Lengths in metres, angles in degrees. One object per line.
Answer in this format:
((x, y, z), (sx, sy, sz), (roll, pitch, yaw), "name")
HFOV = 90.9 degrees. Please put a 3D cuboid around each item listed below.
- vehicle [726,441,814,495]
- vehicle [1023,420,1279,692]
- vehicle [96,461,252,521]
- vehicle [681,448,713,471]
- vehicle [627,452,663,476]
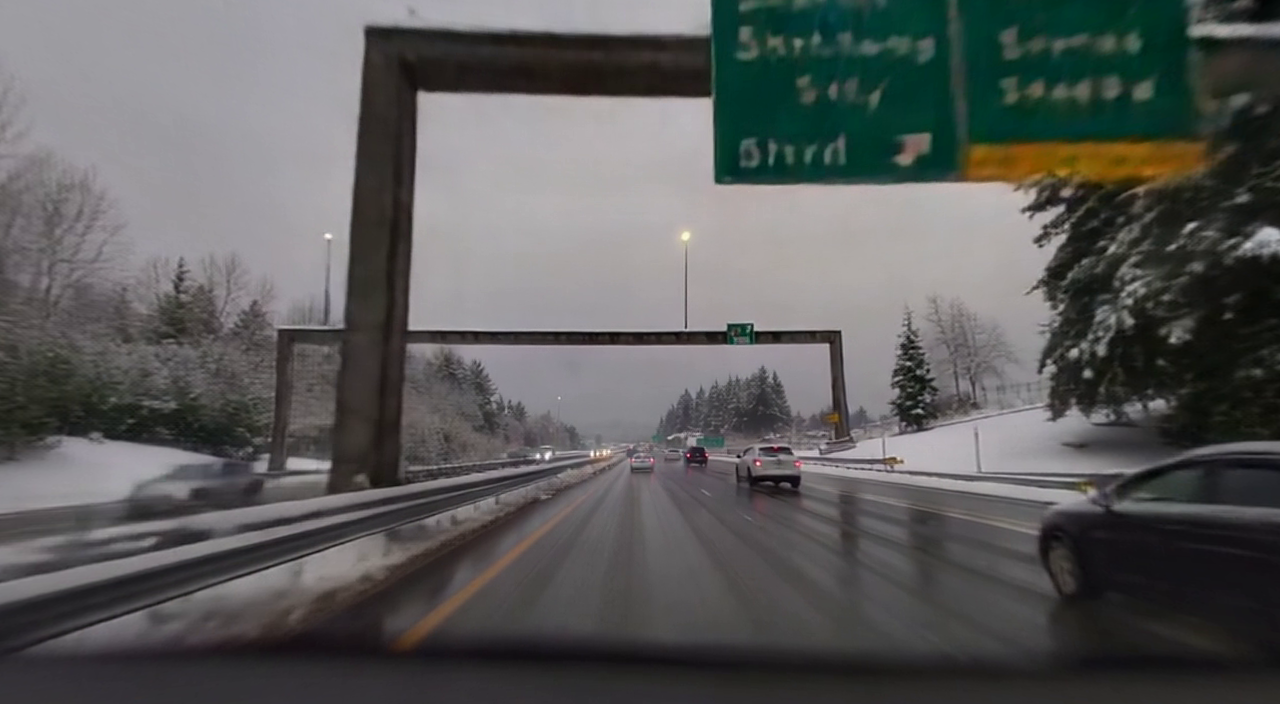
((4.340, 3.939, 21.736), (1.969, 1.639, 4.472), (0, -9, -1), "vehicle")
((4.528, 1.187, 3.865), (1.952, 1.495, 3.740), (0, -9, 0), "vehicle")
((-13.389, 3.977, 18.418), (1.727, 1.466, 3.671), (0, -9, 0), "vehicle")
((4.227, 7.990, 47.047), (1.935, 1.594, 3.981), (0, -9, -2), "vehicle")
((0.276, 6.633, 37.444), (2.012, 1.320, 3.777), (0, -9, 0), "vehicle")
